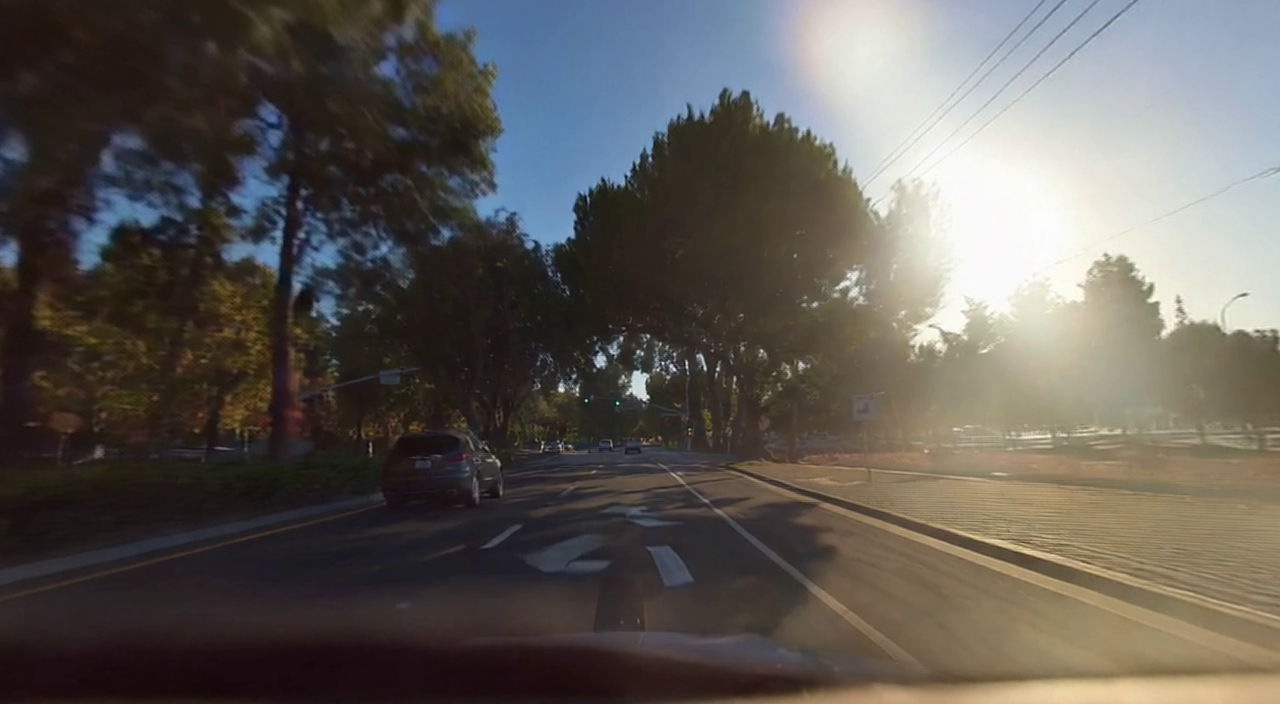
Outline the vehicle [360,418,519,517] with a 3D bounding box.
[{"bbox_3d":[-3.976,2.349,13.328,2.018,1.769,3.897,0,-8,0],"label":"vehicle"}]
